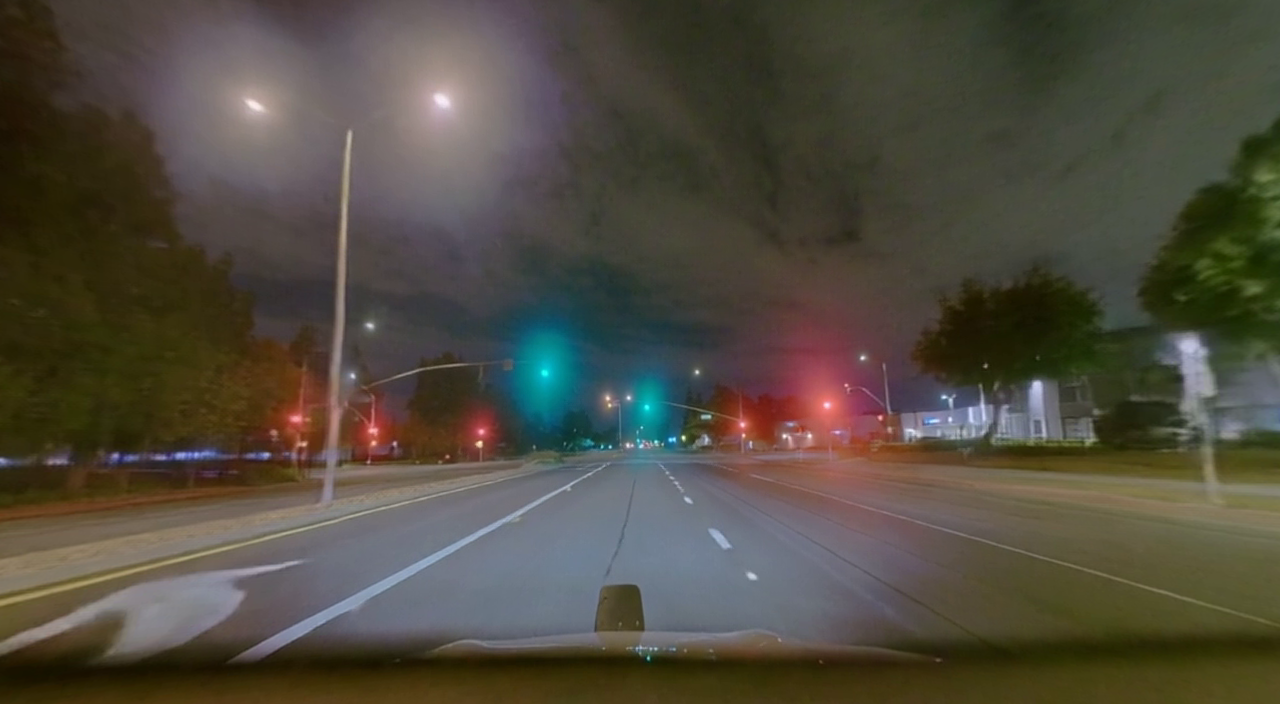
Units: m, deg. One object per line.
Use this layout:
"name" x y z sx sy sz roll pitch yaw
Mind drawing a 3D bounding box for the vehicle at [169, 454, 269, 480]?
"vehicle" -30.852 8.447 46.451 5.418 1.823 2.531 0 -9 -2

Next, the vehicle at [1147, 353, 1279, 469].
"vehicle" 20.782 1.904 19.732 7.304 3.335 2.869 0 -9 -2
